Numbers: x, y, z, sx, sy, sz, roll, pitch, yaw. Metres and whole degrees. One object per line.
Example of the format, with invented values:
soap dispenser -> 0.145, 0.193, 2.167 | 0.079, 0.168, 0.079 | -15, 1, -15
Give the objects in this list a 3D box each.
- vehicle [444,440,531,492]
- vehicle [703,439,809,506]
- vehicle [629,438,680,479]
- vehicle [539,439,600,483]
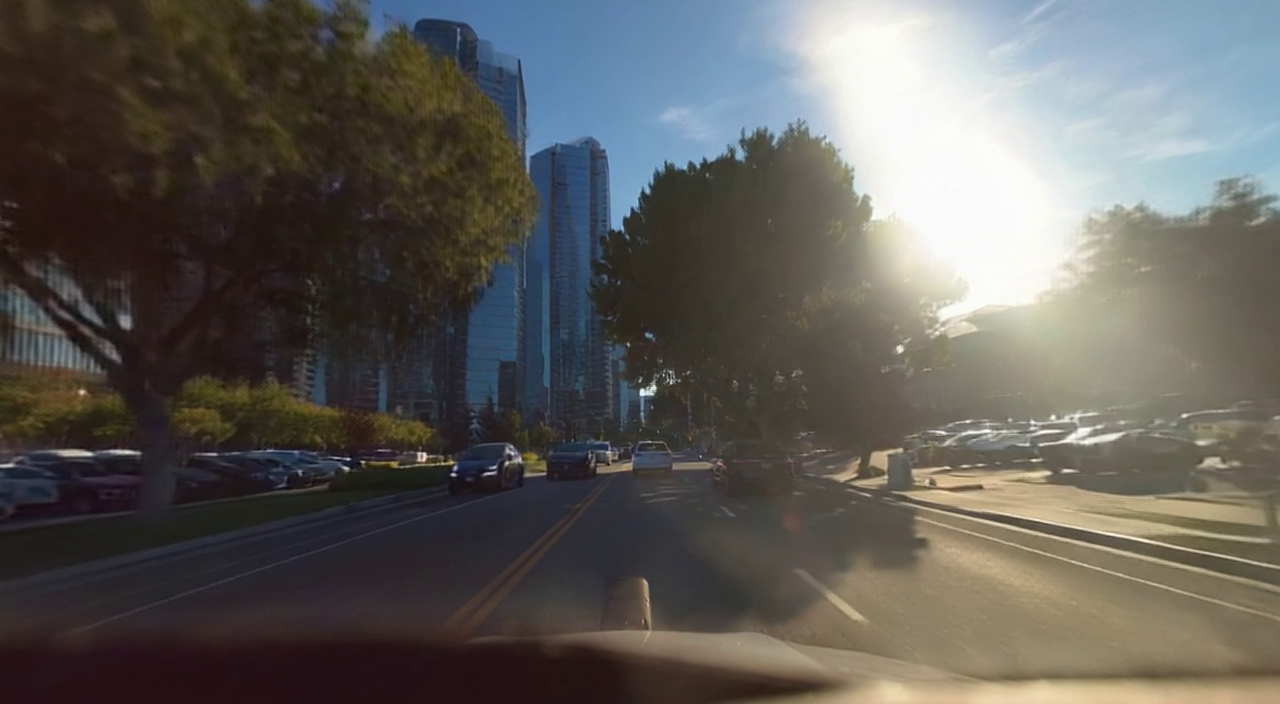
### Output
vehicle -> -5.648, 4.289, 24.107 | 2.132, 1.769, 4.760 | 0, -9, 0
vehicle -> 2.888, 3.098, 16.685 | 1.991, 1.536, 4.116 | 0, -9, -1
vehicle -> 0.600, 4.673, 27.874 | 2.105, 1.653, 3.887 | 0, -9, 0
vehicle -> -2.904, 4.576, 26.816 | 2.065, 1.708, 4.311 | 0, -9, 1
